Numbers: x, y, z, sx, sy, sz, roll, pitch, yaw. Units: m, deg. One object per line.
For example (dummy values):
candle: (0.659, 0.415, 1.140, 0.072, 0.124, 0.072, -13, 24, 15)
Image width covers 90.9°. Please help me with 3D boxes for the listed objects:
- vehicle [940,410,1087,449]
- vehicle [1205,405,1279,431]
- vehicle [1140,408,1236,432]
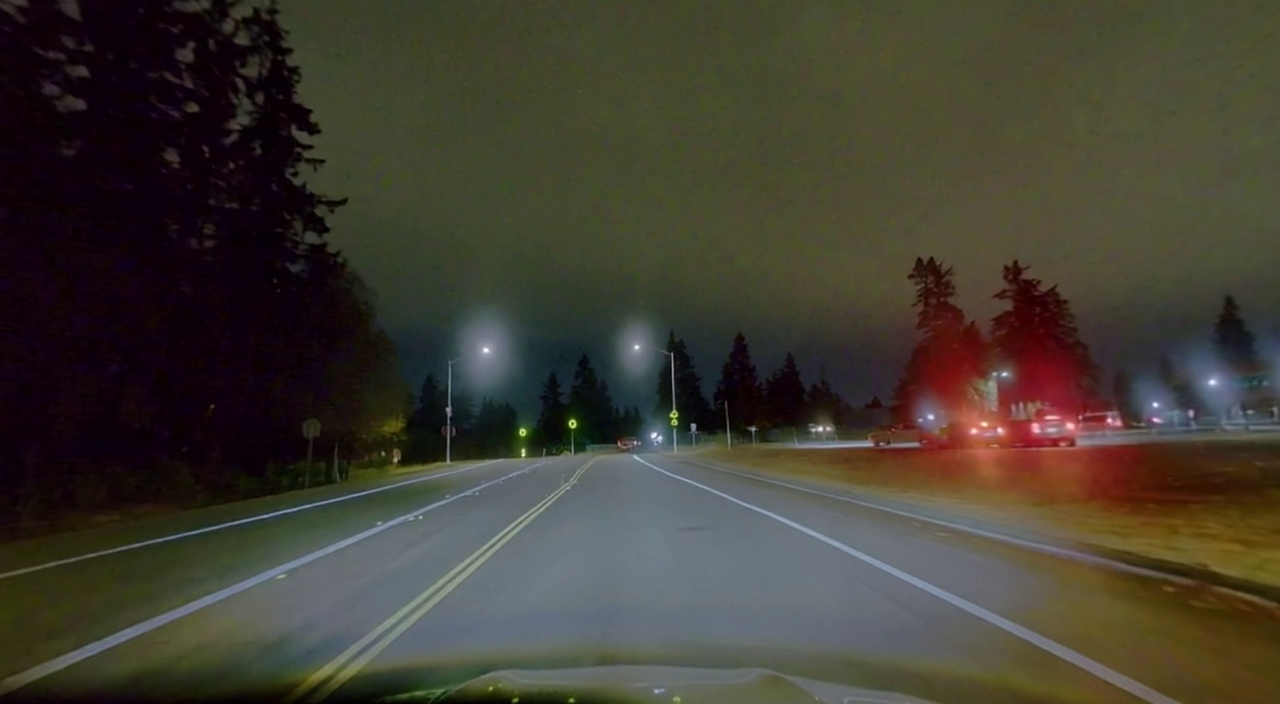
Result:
vehicle: (14.925, 3.129, 25.337, 4.744, 1.476, 1.926, 1, -8, -4)
vehicle: (39.516, 4.315, 40.995, 1.823, 1.489, 4.541, -1, -8, 9)
vehicle: (42.576, 5.334, 49.050, 5.184, 1.740, 1.973, -2, -8, 12)
